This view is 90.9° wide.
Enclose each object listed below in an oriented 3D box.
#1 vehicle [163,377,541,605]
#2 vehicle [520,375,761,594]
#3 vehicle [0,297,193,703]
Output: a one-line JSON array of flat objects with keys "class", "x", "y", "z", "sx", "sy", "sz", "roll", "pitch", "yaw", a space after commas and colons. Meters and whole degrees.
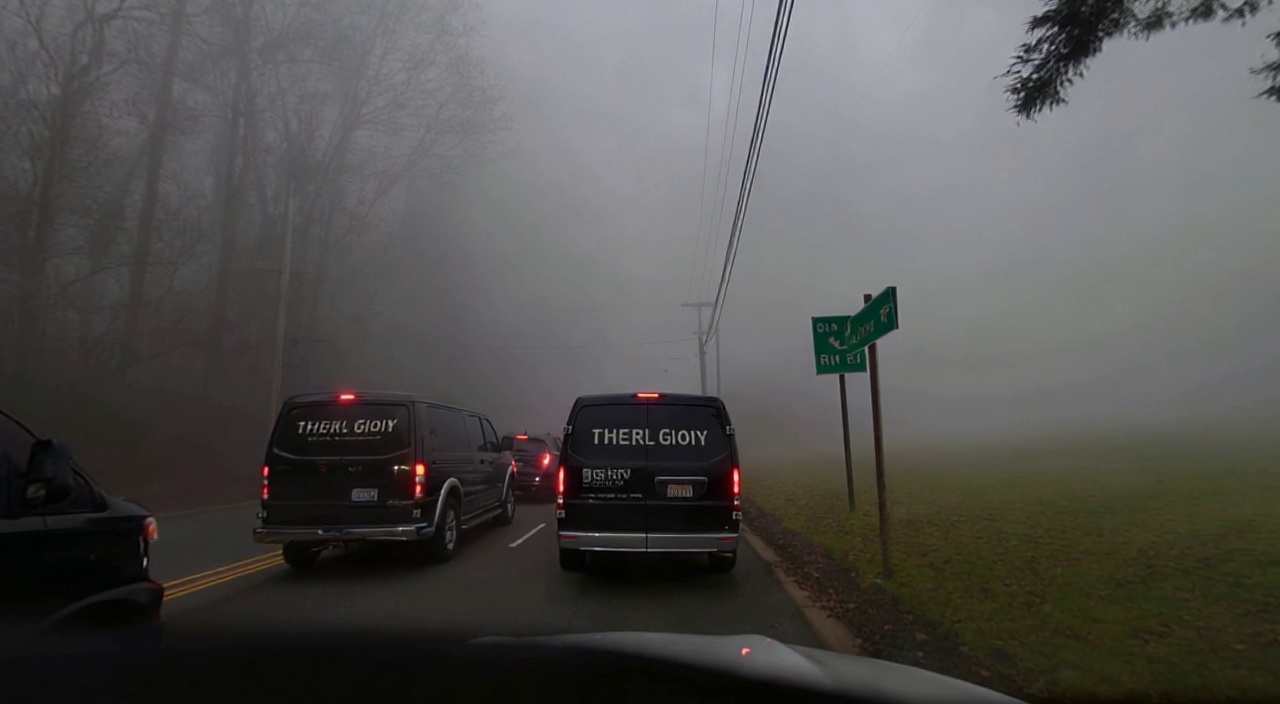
[{"class": "vehicle", "x": -2.754, "y": 1.483, "z": 7.616, "sx": 2.109, "sy": 1.851, "sz": 4.749, "roll": -1, "pitch": -8, "yaw": 3}, {"class": "vehicle", "x": 0.109, "y": 1.463, "z": 7.690, "sx": 2.117, "sy": 1.911, "sz": 4.095, "roll": -1, "pitch": -8, "yaw": 3}, {"class": "vehicle", "x": -3.133, "y": 0.479, "z": 0.238, "sx": 2.160, "sy": 1.796, "sz": 4.997, "roll": 0, "pitch": -8, "yaw": 1}]
